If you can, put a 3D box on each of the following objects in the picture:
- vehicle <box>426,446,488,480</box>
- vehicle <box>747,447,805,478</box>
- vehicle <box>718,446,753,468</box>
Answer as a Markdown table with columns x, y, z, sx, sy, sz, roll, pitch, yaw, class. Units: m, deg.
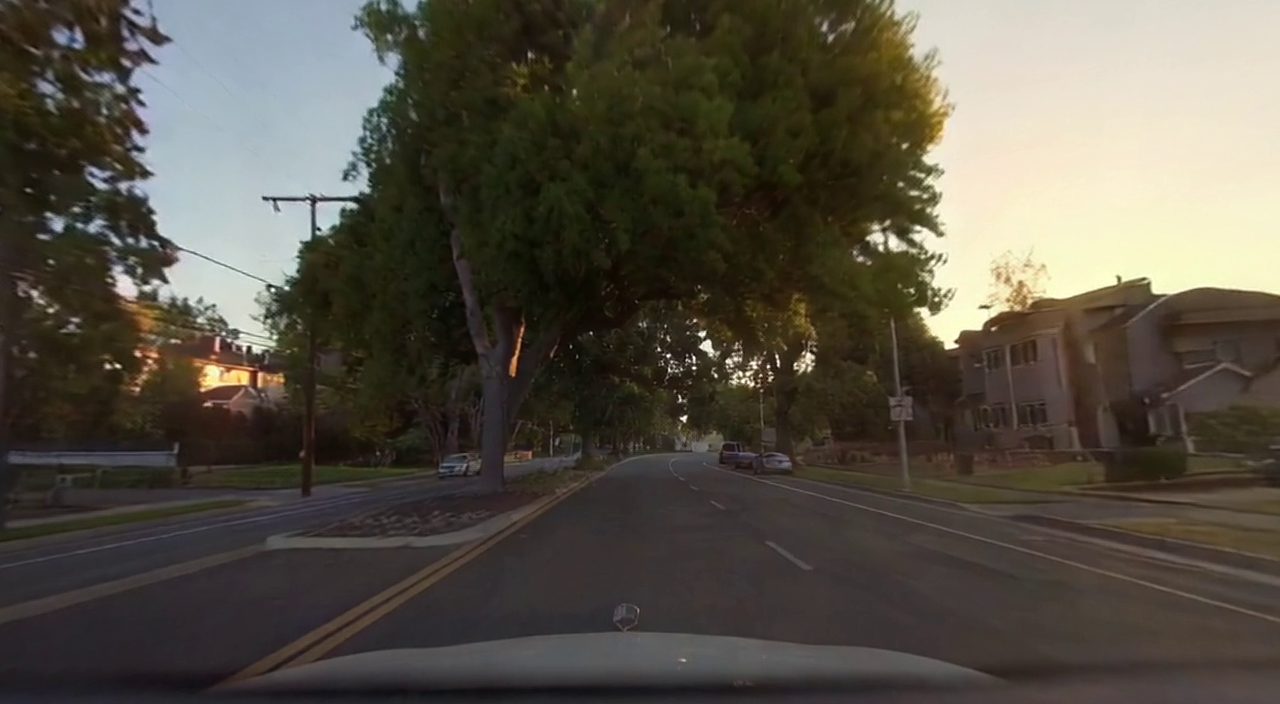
| x | y | z | sx | sy | sz | roll | pitch | yaw | class |
| --- | --- | --- | --- | --- | --- | --- | --- | --- | --- |
| -10.709 | 6.536 | 37.414 | 2.095 | 1.815 | 4.726 | -1 | -8 | 3 | vehicle |
| 6.833 | 5.587 | 32.231 | 1.946 | 1.404 | 4.609 | 0 | -8 | 0 | vehicle |
| 7.006 | 7.718 | 46.630 | 1.928 | 1.476 | 4.383 | 0 | -8 | 1 | vehicle |
